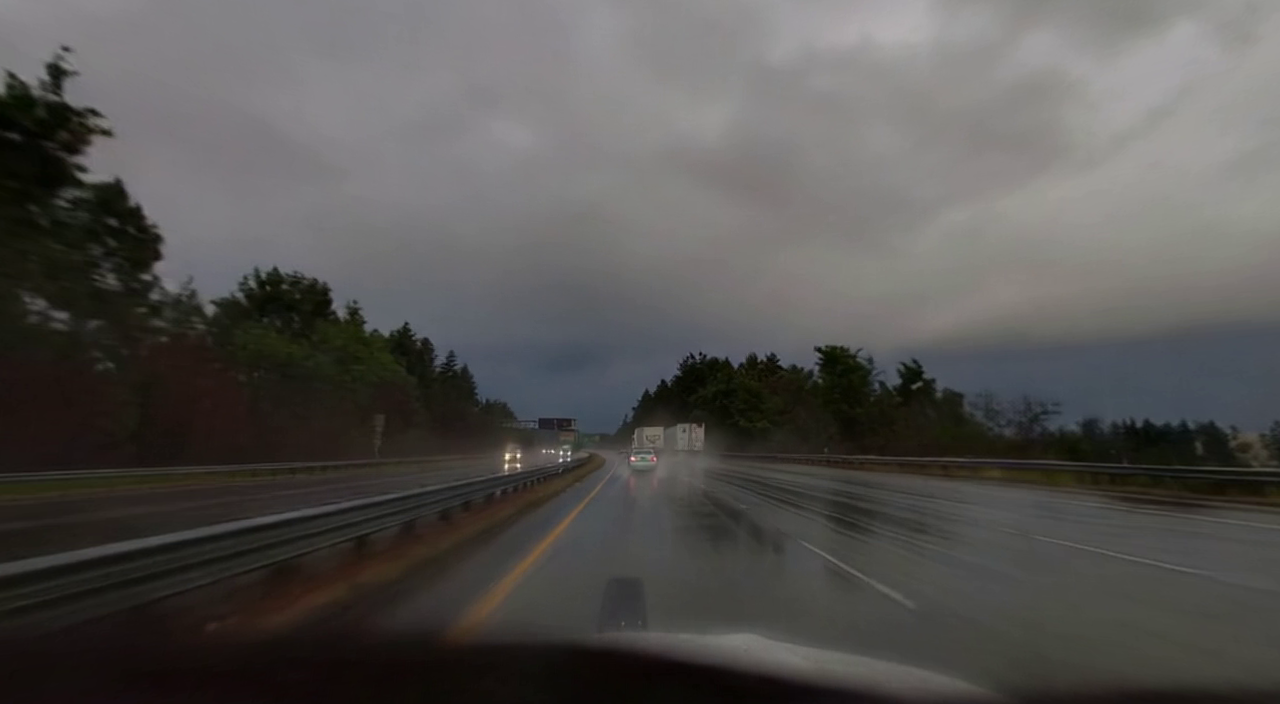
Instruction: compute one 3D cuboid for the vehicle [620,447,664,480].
[{"bbox_3d":[0.076,5.481,31.338,2.069,1.523,4.012,0,-9,0],"label":"vehicle"}]
